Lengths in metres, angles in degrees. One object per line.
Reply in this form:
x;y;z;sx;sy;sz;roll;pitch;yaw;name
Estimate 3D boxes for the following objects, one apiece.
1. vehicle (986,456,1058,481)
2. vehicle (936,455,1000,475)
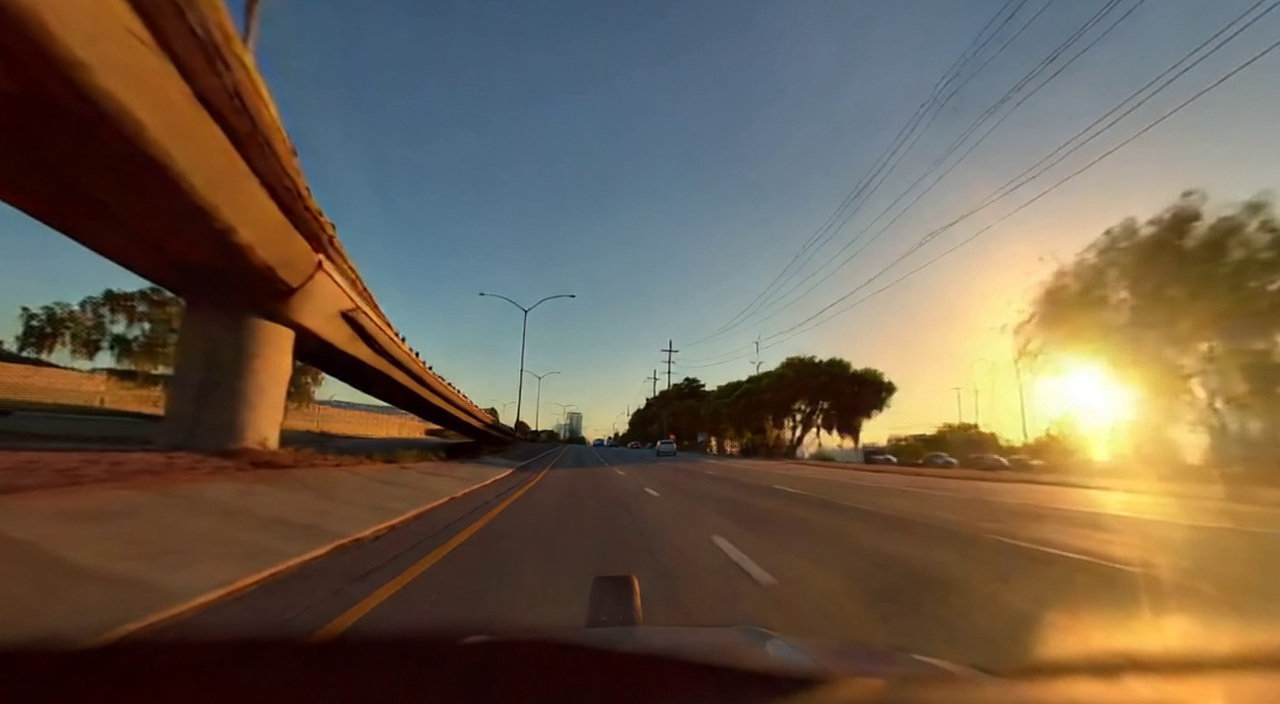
27.932;8.542;46.255;4.118;1.676;1.948;1;-10;-12;vehicle
25.103;8.672;48.401;4.057;1.399;1.750;3;-10;-9;vehicle
